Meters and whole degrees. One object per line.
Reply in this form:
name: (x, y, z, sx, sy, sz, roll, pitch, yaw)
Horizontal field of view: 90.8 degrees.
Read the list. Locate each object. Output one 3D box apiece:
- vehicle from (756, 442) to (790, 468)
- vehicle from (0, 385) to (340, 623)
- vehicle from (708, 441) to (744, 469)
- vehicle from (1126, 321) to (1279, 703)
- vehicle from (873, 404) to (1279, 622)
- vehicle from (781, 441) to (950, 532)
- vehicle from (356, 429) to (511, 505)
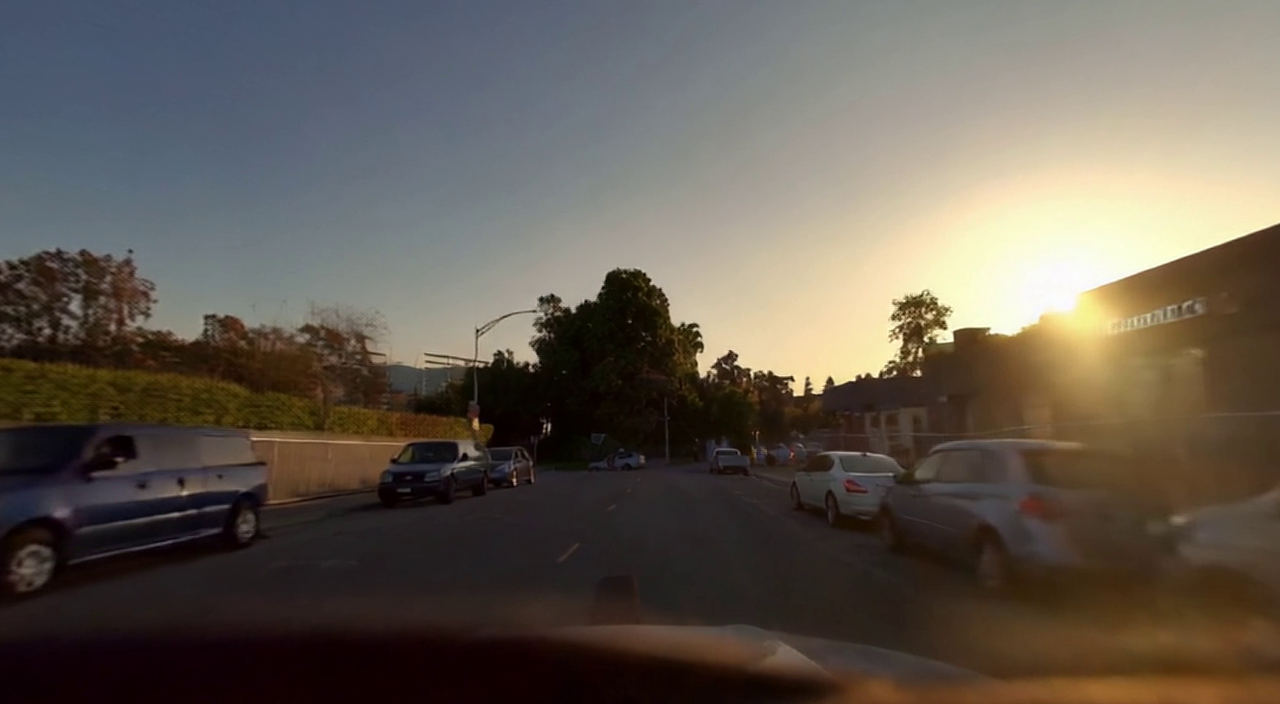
vehicle: (10.000, 7.771, 47.609, 1.911, 1.685, 3.764, 2, -12, 3)
vehicle: (-6.365, 1.671, 7.951, 2.304, 1.937, 5.720, -1, -8, 1)
vehicle: (6.239, 7.503, 46.454, 2.158, 1.900, 5.376, 0, -8, 3)
vehicle: (4.251, 0.593, 1.026, 2.327, 2.021, 5.850, 1, -8, 1)
vehicle: (4.561, 1.666, 7.584, 1.941, 1.810, 4.364, 0, -8, 2)
vehicle: (4.571, 2.745, 13.695, 2.050, 1.475, 4.613, 1, -7, 1)
vehicle: (-5.917, 3.374, 19.182, 2.504, 1.919, 5.658, -1, -8, 3)
